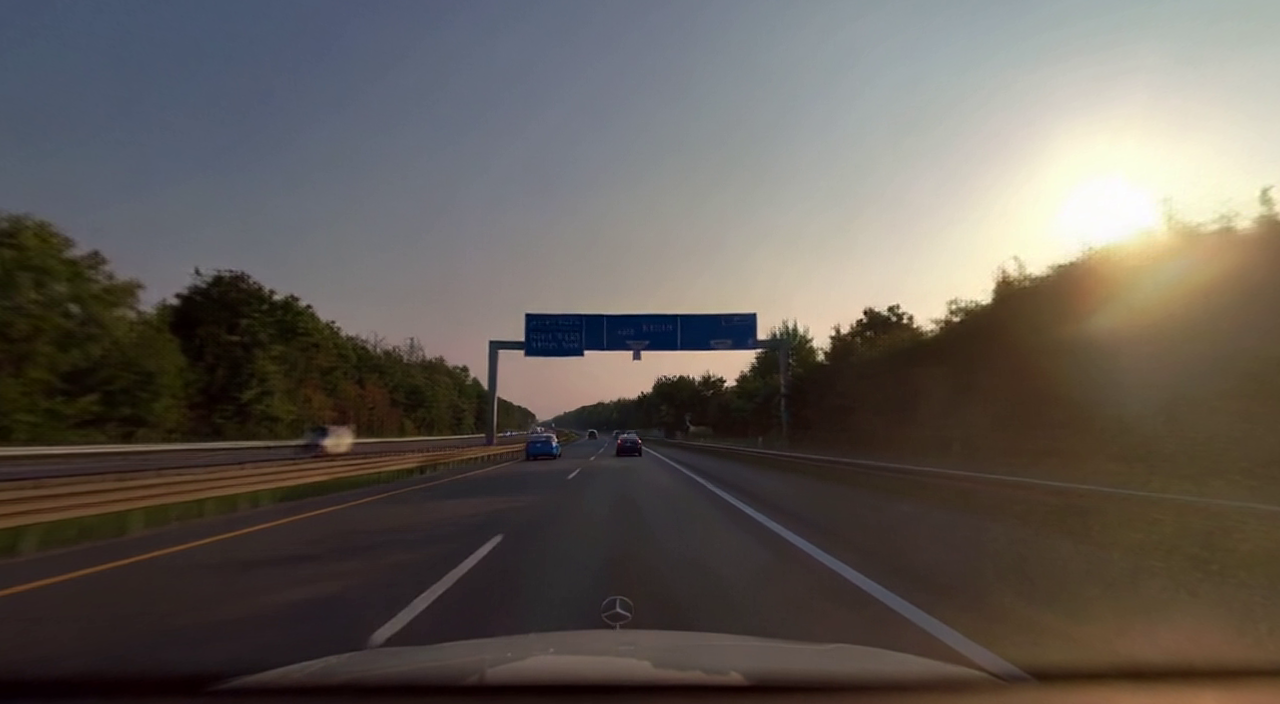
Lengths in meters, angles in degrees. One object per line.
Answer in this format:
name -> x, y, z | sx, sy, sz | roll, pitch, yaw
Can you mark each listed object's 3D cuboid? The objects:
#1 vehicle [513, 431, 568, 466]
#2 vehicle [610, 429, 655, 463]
vehicle -> -4.612, 4.522, 29.722 | 1.975, 1.518, 4.242 | 0, -8, -1
vehicle -> -0.441, 4.755, 32.038 | 2.162, 1.616, 4.242 | 0, -8, -2
